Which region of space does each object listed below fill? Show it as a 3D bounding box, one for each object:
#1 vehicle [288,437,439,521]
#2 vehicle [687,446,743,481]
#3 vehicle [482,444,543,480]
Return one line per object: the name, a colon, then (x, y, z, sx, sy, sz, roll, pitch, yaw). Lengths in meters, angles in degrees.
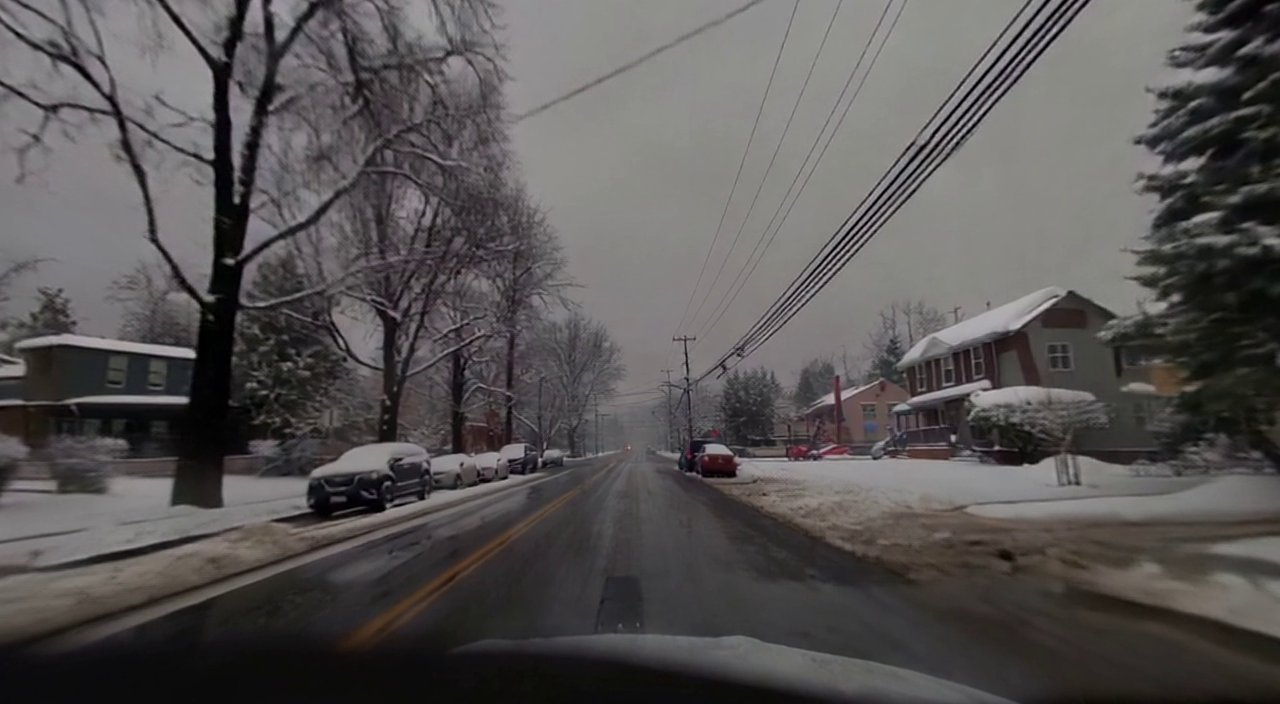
vehicle: (-6.776, 3.120, 16.113, 1.963, 1.820, 4.297, 0, -9, -1)
vehicle: (3.274, 4.949, 28.393, 1.869, 1.453, 4.237, 0, -9, -2)
vehicle: (-6.822, 5.926, 34.379, 2.151, 1.789, 5.482, 0, -9, 0)
